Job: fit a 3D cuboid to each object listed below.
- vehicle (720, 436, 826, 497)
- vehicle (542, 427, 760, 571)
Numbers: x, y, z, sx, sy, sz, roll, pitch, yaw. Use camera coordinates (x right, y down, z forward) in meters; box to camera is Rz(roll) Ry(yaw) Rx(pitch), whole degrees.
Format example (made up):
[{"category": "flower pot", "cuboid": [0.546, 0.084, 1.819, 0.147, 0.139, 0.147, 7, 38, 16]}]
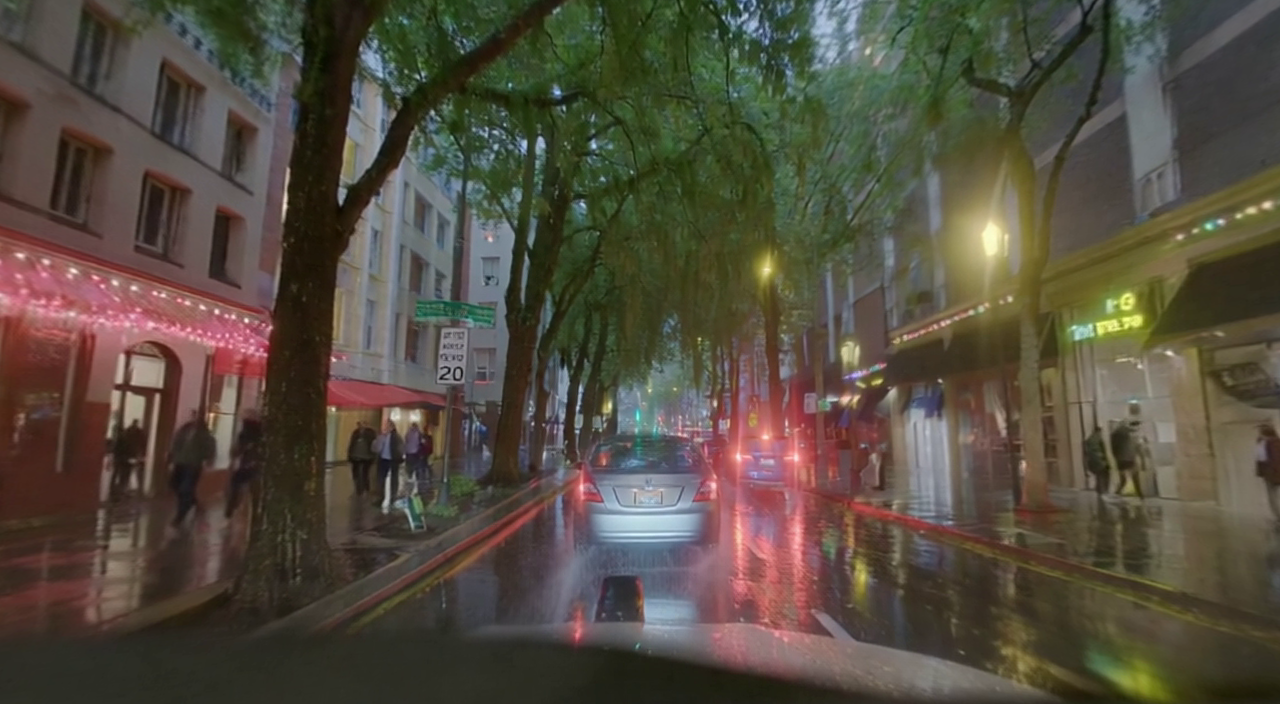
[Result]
[{"category": "vehicle", "cuboid": [3.613, 3.203, 18.097, 2.025, 1.523, 4.426, 0, -9, -1]}, {"category": "vehicle", "cuboid": [0.079, 1.843, 8.720, 2.261, 1.474, 4.130, 0, -8, -1]}]
